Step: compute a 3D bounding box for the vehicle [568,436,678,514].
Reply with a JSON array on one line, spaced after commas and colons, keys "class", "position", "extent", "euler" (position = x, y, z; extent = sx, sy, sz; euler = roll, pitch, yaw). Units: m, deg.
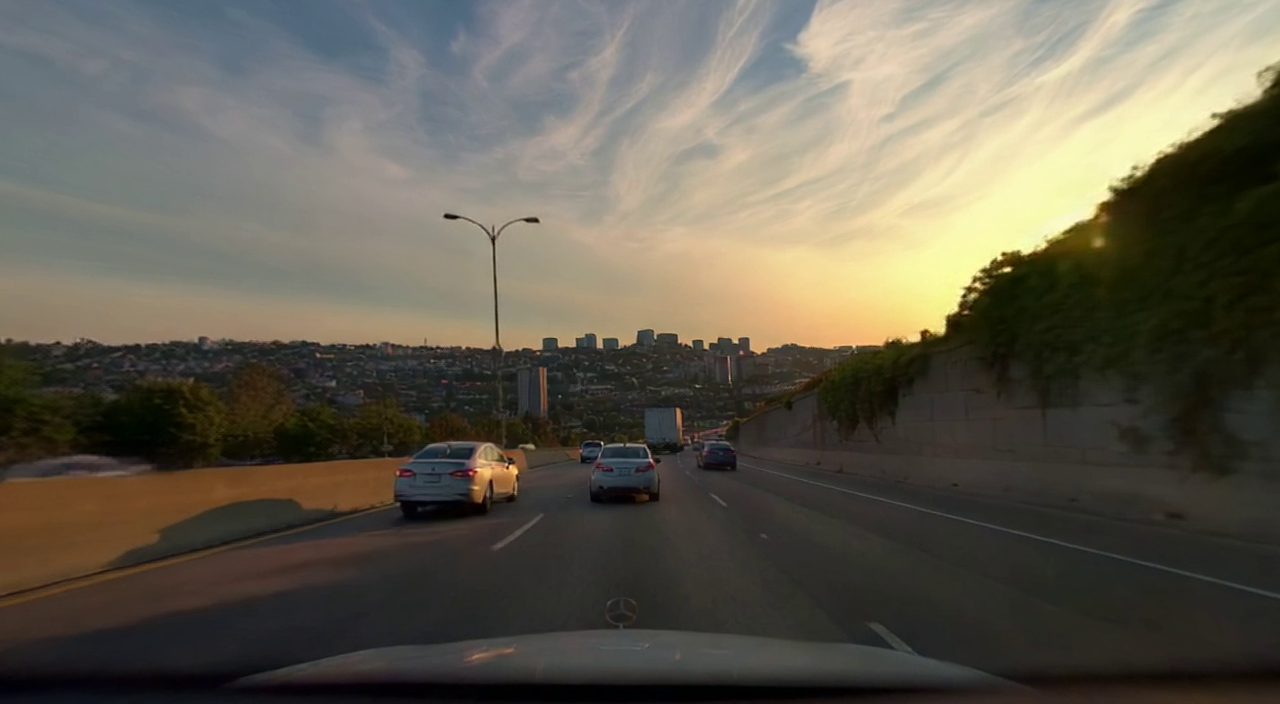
[{"class": "vehicle", "position": [-0.296, 2.684, 14.237], "extent": [2.136, 1.470, 3.971], "euler": [-1, -9, 1]}]

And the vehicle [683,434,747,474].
[{"class": "vehicle", "position": [3.324, 4.652, 28.923], "extent": [2.166, 1.666, 4.618], "euler": [0, -9, -2]}]

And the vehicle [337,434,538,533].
[{"class": "vehicle", "position": [-3.516, 2.403, 12.220], "extent": [2.130, 1.474, 5.027], "euler": [-1, -9, 1]}]
